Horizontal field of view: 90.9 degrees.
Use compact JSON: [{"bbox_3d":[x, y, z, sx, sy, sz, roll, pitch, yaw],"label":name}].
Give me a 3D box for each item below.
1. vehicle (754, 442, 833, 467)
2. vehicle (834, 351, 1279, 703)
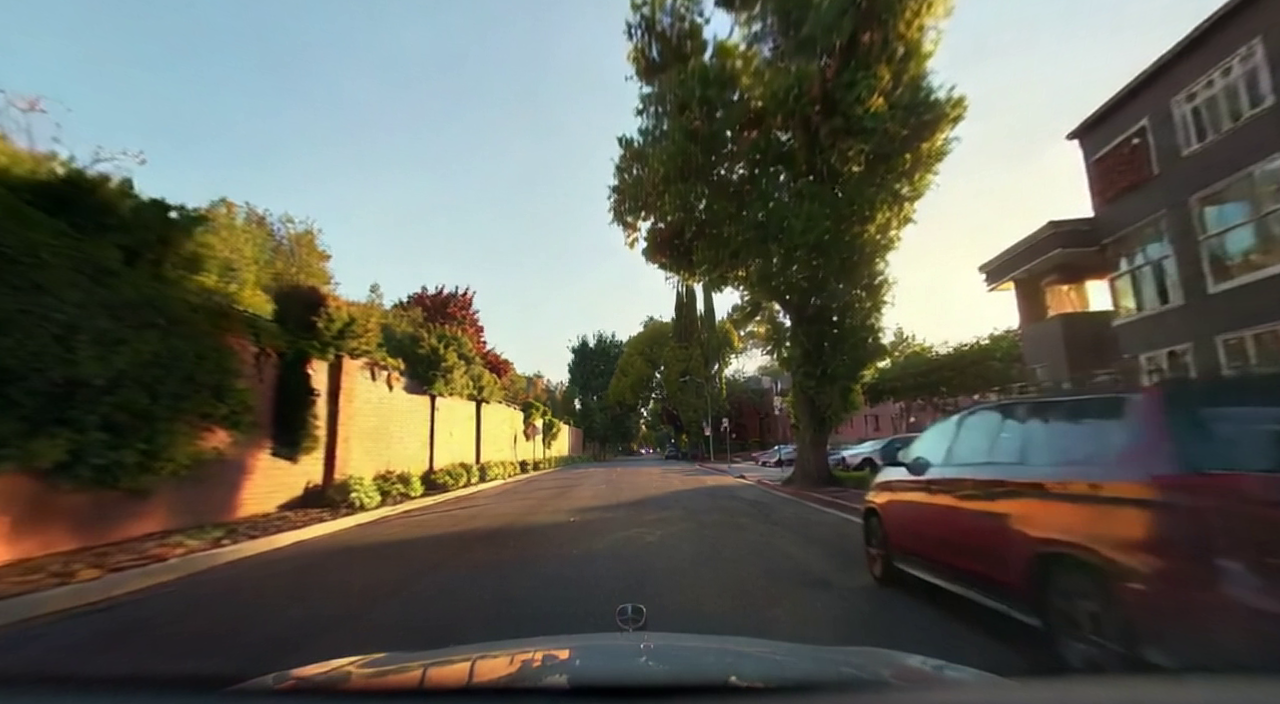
[{"bbox_3d":[9.597,6.454,39.666,4.309,1.442,2.145,-1,-10,-2],"label":"vehicle"},{"bbox_3d":[3.403,1.089,4.105,2.161,1.622,6.732,0,-8,0],"label":"vehicle"}]
